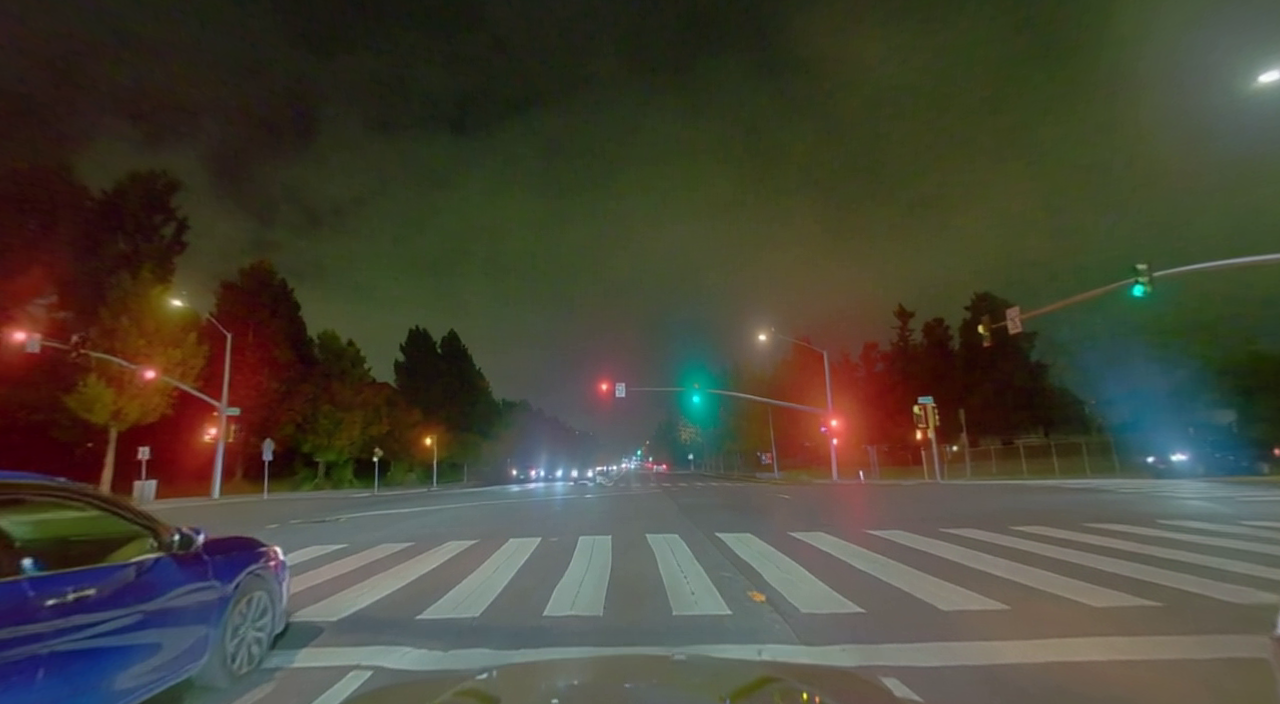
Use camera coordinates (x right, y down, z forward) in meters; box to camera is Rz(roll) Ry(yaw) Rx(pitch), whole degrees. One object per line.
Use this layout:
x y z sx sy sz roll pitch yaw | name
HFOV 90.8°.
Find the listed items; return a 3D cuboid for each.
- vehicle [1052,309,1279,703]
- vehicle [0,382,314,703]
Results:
2.873 0.515 0.457 2.099 1.671 4.491 0 -9 0 | vehicle
-2.995 0.852 1.906 1.969 1.513 3.773 0 -9 0 | vehicle
